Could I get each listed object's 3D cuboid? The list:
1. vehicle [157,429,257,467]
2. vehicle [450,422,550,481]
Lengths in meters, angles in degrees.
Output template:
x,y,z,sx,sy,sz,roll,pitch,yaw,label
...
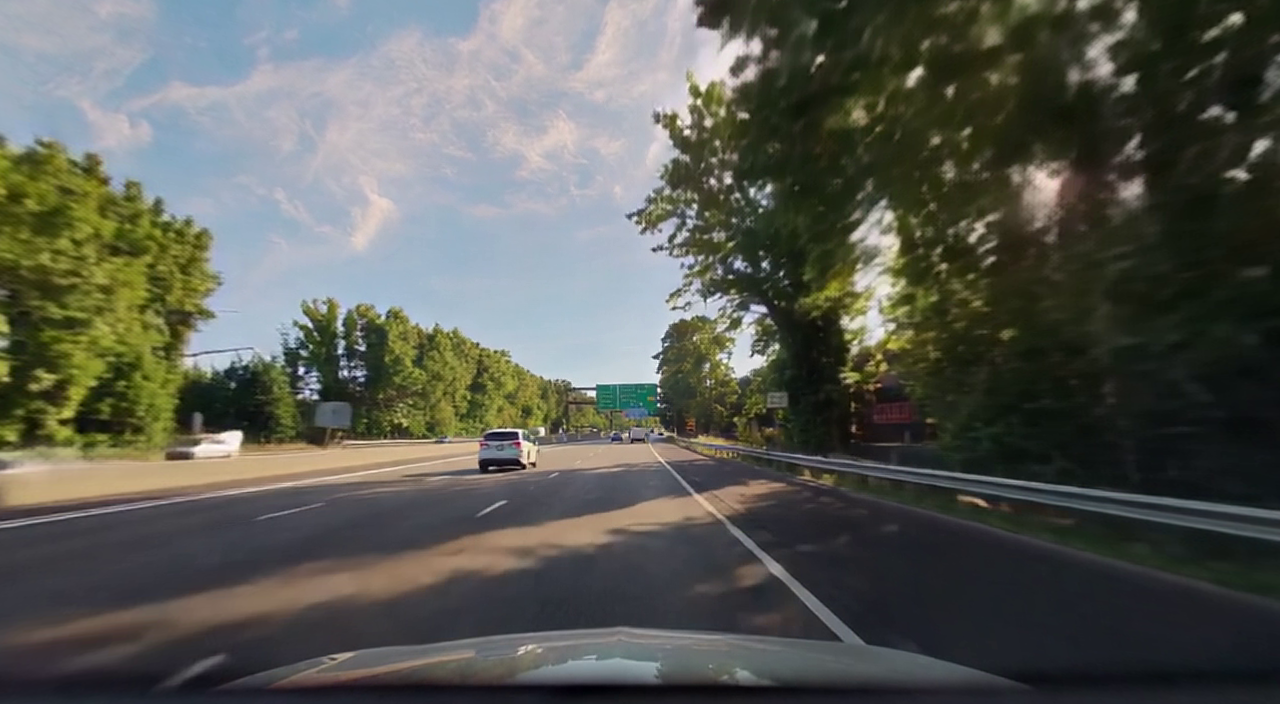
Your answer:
x,y,z,sx,sy,sz,roll,pitch,yaw,label
-24.077,5.349,35.308,2.063,1.952,4.896,0,-8,1,vehicle
-4.222,3.061,19.779,2.052,1.626,4.514,0,-8,0,vehicle
